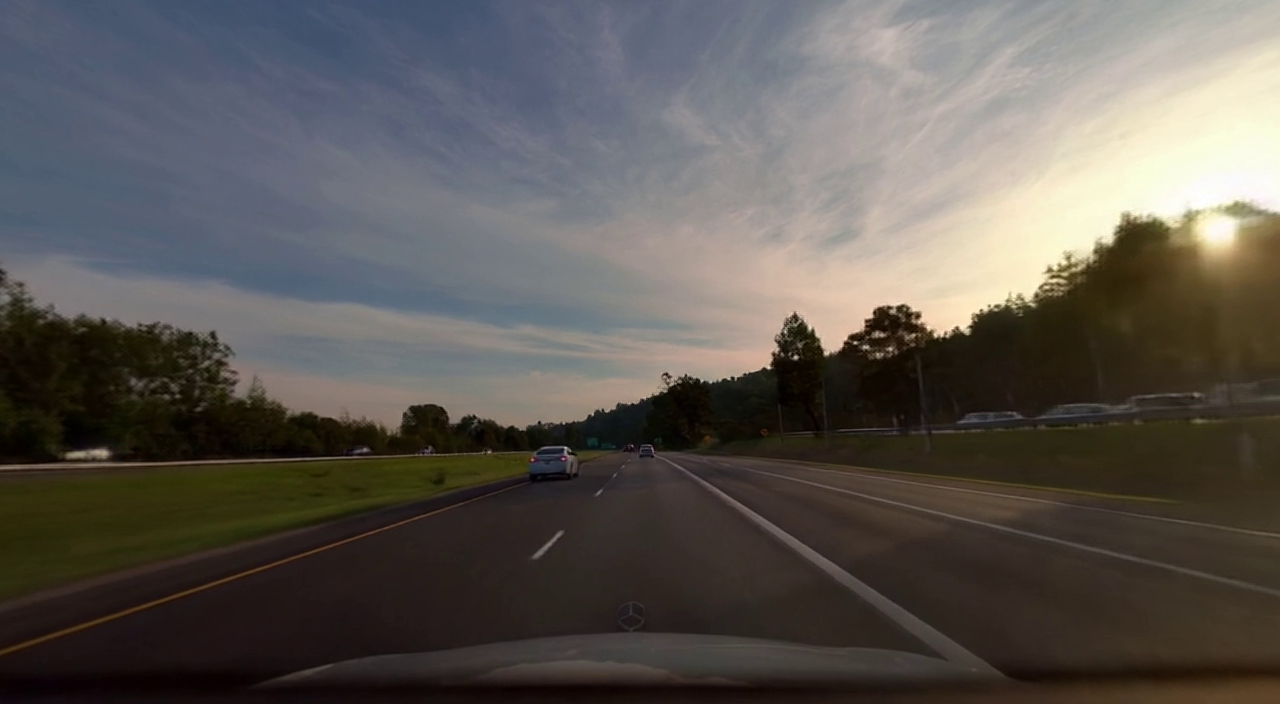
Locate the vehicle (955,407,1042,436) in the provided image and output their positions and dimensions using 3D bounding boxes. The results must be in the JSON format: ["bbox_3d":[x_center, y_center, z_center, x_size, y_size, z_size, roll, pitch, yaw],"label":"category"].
[{"bbox_3d":[21.872,4.322,38.687,4.449,1.608,1.973,-4,-10,27],"label":"vehicle"}]

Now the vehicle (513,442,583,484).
[{"bbox_3d":[-3.553,4.381,25.305,2.021,1.526,4.385,0,-8,2],"label":"vehicle"}]

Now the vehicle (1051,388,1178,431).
[{"bbox_3d":[21.898,2.722,29.323,4.214,1.476,1.936,-7,-14,24],"label":"vehicle"}]
